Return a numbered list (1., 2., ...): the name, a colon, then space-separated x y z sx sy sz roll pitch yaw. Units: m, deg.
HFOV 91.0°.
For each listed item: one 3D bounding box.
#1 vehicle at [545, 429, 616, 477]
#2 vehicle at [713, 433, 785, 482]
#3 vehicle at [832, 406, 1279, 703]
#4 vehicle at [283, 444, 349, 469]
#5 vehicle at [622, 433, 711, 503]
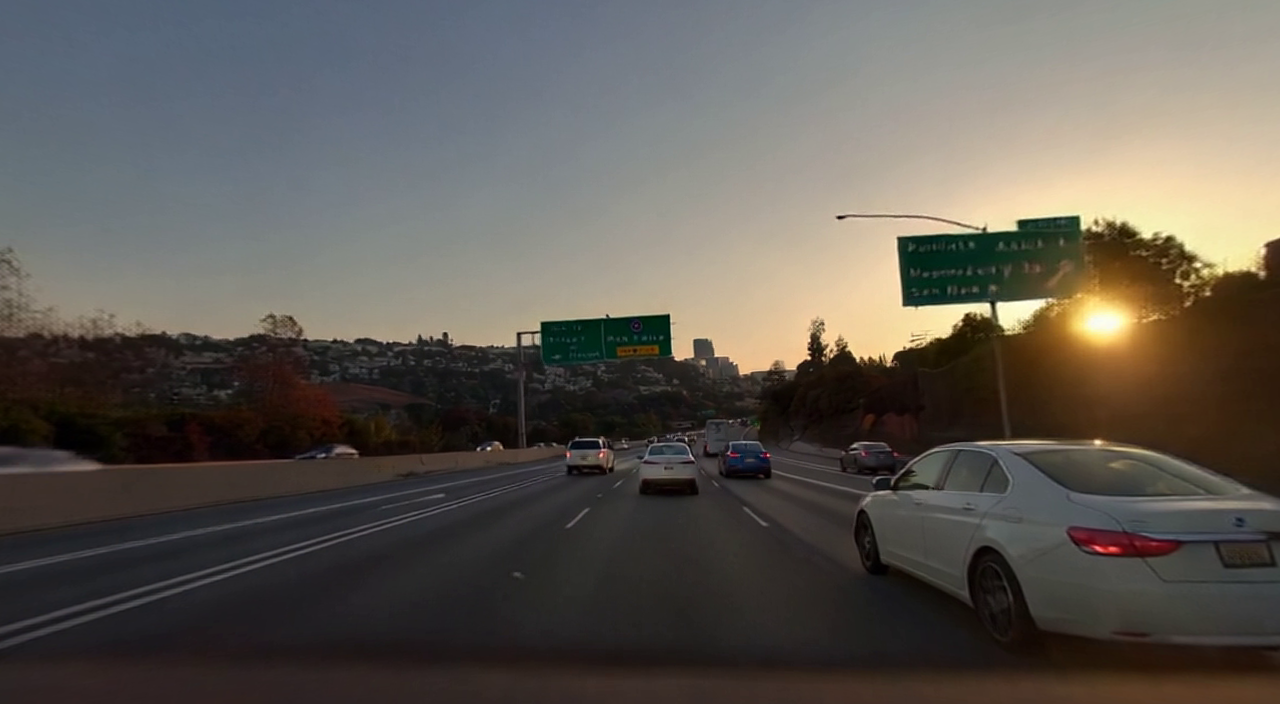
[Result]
1. vehicle: -2.546 4.561 28.551 2.434 1.965 5.305 0 -9 3
2. vehicle: 4.061 4.028 24.166 2.076 1.684 4.241 0 -9 1
3. vehicle: 3.188 1.319 4.853 2.009 1.489 4.559 0 -9 0
4. vehicle: -21.805 7.054 42.565 1.886 1.571 4.375 -1 -9 4
5. vehicle: 0.679 3.000 16.638 2.074 1.614 3.803 0 -9 2
